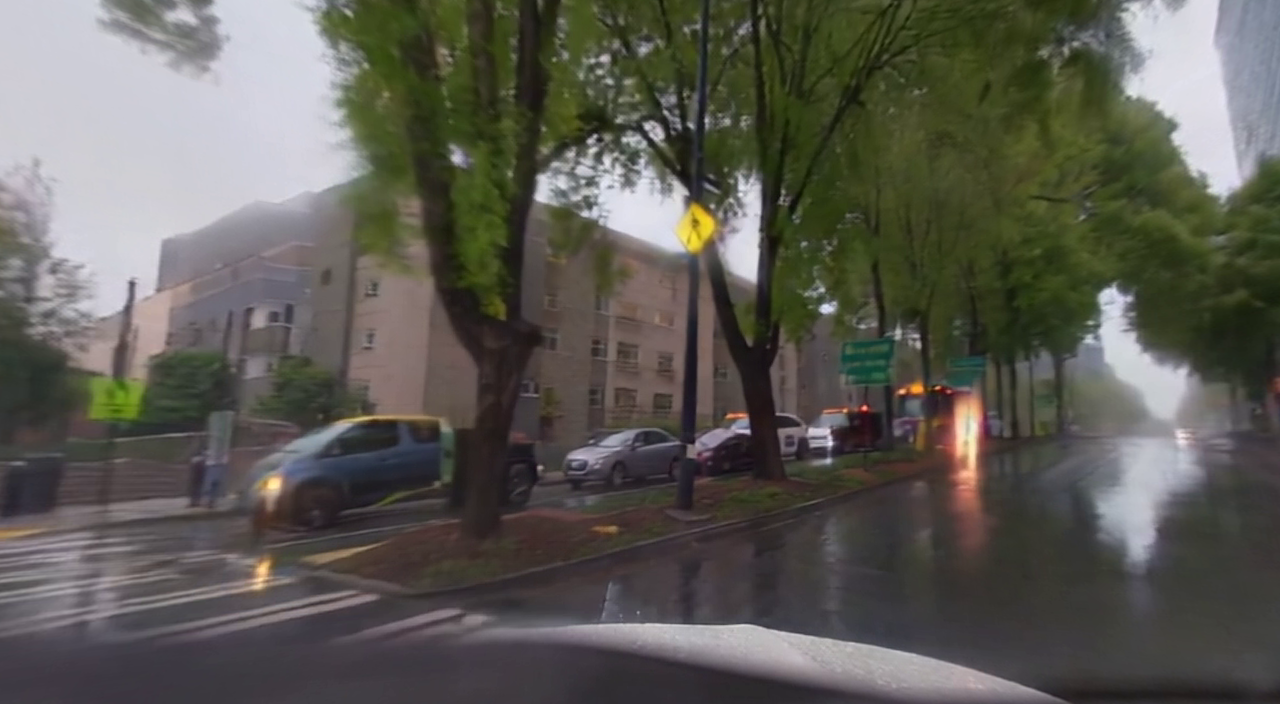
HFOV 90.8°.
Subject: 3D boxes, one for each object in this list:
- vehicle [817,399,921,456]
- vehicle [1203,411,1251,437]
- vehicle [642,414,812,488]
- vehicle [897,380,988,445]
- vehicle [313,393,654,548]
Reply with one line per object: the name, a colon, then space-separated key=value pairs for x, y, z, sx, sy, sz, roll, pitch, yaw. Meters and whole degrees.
vehicle: x=8.404 y=2.816 z=22.929 sx=1.988 sy=1.855 sz=4.599 roll=-8 pitch=-11 yaw=40
vehicle: x=39.302 y=4.888 z=42.408 sx=1.888 sy=1.536 sz=4.381 roll=-7 pitch=-11 yaw=38
vehicle: x=2.245 y=2.381 z=15.259 sx=1.826 sy=1.488 sz=4.628 roll=-8 pitch=-11 yaw=39
vehicle: x=14.086 y=2.939 z=29.228 sx=2.268 sy=2.708 sz=5.699 roll=-7 pitch=-11 yaw=39
vehicle: x=-2.104 y=1.759 z=9.911 sx=2.053 sy=1.798 sz=4.841 roll=-8 pitch=-11 yaw=40
